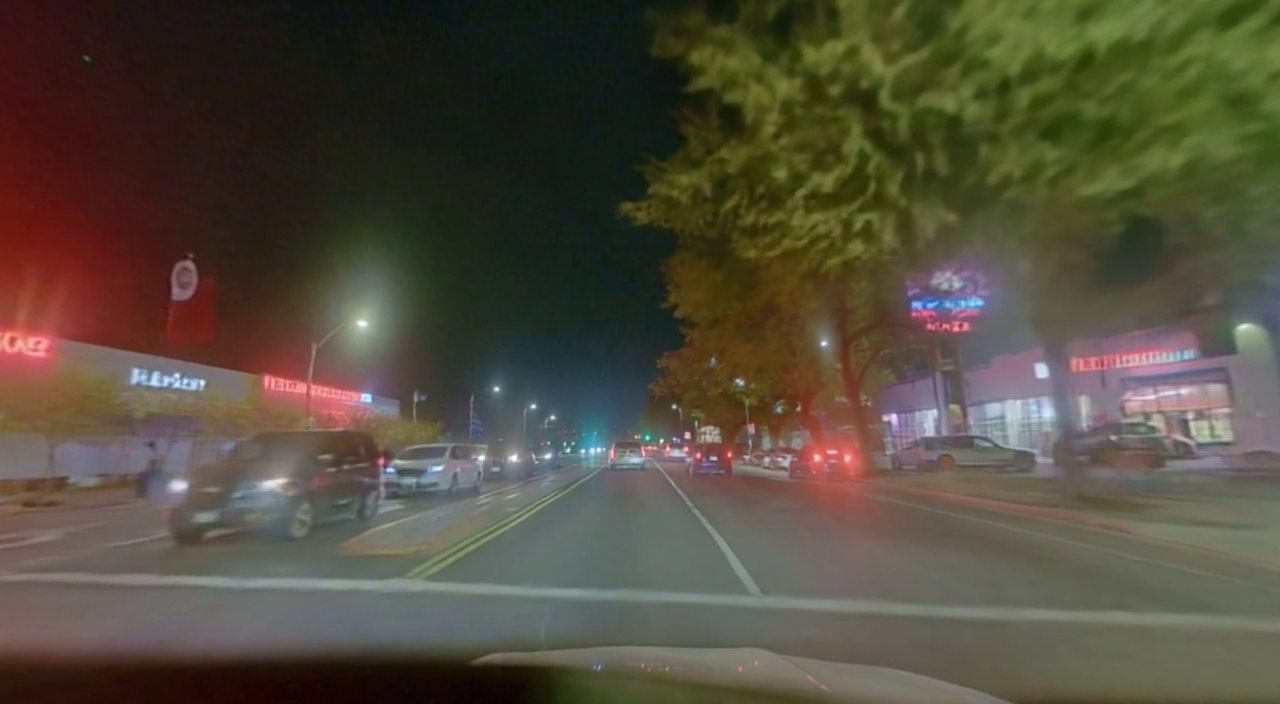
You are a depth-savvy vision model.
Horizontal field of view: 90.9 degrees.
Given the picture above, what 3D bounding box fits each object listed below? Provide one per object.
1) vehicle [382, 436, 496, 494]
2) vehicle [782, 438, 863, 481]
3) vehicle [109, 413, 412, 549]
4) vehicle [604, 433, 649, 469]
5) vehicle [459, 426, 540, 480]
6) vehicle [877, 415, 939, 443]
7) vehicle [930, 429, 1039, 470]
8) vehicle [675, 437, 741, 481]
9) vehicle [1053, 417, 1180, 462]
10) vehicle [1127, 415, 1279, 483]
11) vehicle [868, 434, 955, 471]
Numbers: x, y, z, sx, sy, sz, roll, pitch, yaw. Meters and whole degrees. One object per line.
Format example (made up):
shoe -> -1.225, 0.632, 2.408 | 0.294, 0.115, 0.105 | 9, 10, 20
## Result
vehicle -> -5.764, 3.283, 18.741 | 1.835, 1.476, 4.533 | 1, -8, 1
vehicle -> 7.423, 4.389, 26.120 | 1.914, 1.587, 4.548 | 0, -8, -1
vehicle -> -5.865, 2.010, 10.697 | 2.242, 1.740, 4.659 | -1, -7, 0
vehicle -> -0.705, 5.425, 34.657 | 2.301, 1.837, 4.411 | 0, -8, 0
vehicle -> -5.673, 4.114, 26.226 | 2.240, 1.945, 5.114 | -1, -7, 0
vehicle -> 15.620, 4.587, 37.002 | 1.793, 1.505, 4.557 | -1, -8, 3
vehicle -> 15.347, 4.363, 28.495 | 2.007, 1.642, 5.001 | -1, -8, -1
vehicle -> 2.520, 4.095, 24.402 | 2.046, 1.540, 3.883 | 0, -8, -1
vehicle -> 21.105, 3.902, 28.174 | 1.967, 1.751, 4.275 | -2, -7, -6
vehicle -> 16.476, 2.603, 17.187 | 4.572, 1.660, 2.091 | -1, -9, -1
vehicle -> 12.233, 4.541, 28.793 | 2.058, 1.493, 4.612 | -2, -8, 2
